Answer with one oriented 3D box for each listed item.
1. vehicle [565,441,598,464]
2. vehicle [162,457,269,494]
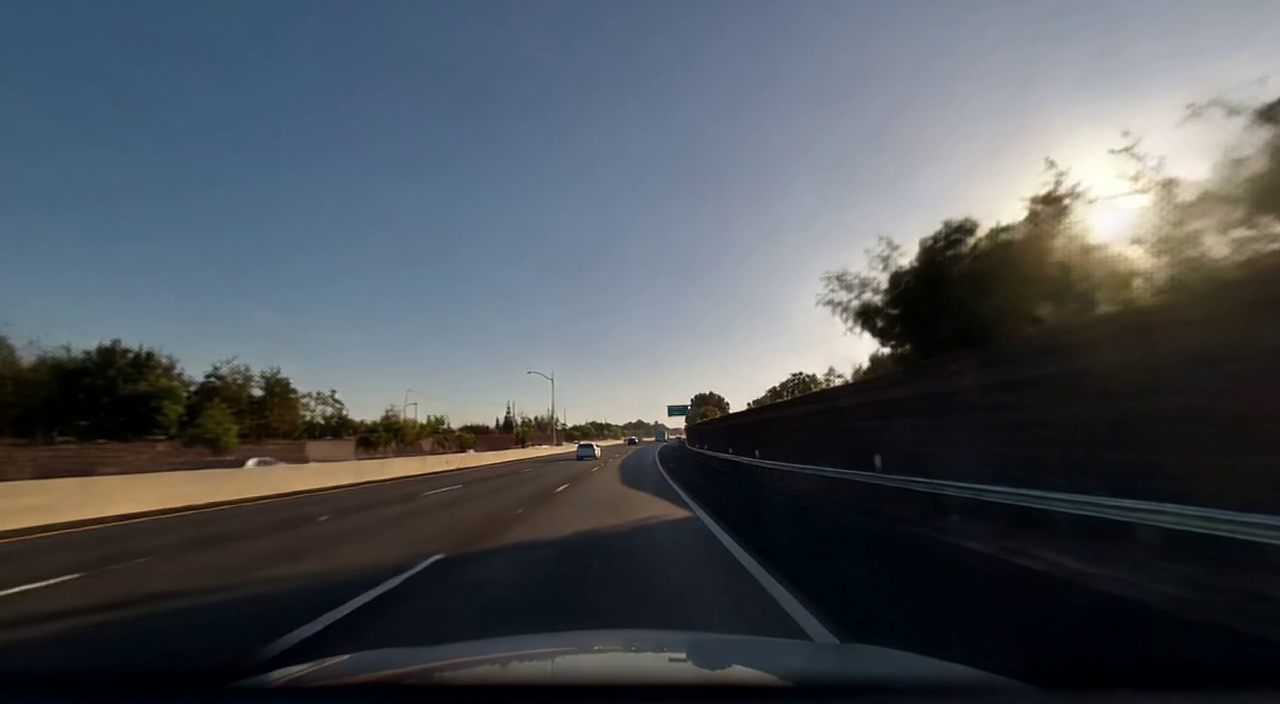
[{"bbox_3d":[-4.218,7.349,45.976,1.998,1.584,4.005,0,-9,1],"label":"vehicle"},{"bbox_3d":[-20.340,5.900,30.301,1.974,1.589,4.426,0,-9,1],"label":"vehicle"}]
